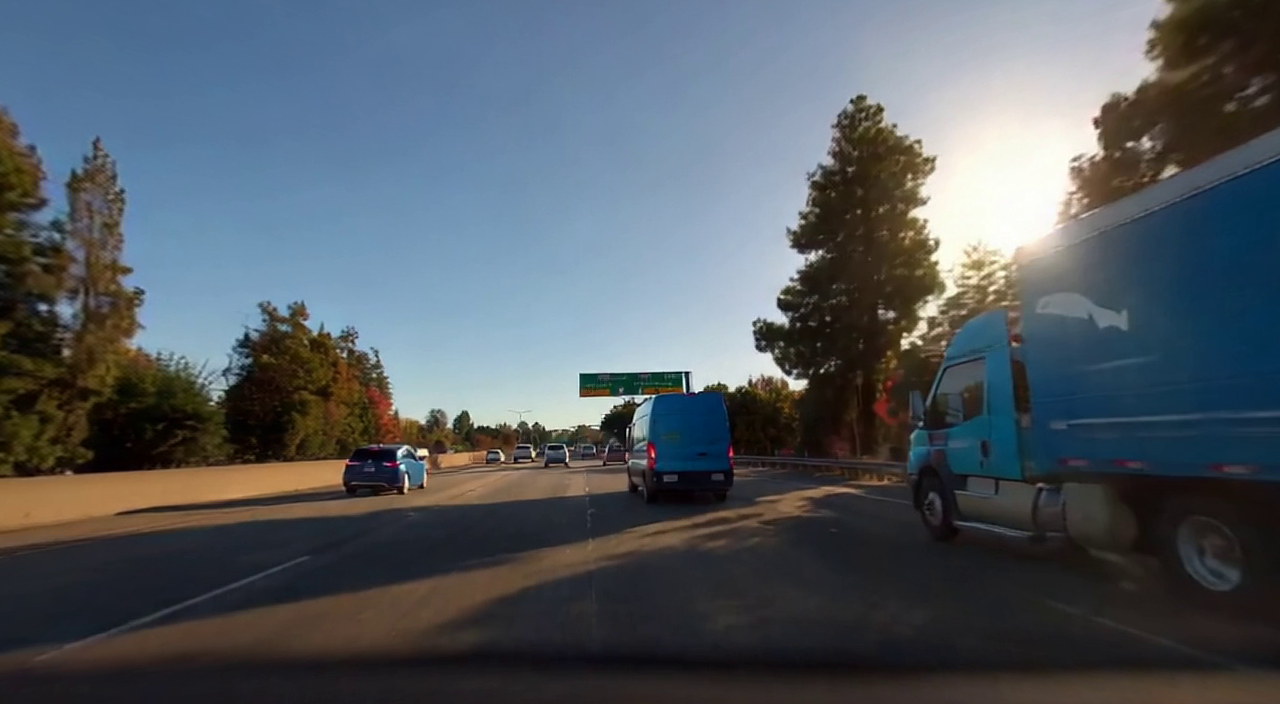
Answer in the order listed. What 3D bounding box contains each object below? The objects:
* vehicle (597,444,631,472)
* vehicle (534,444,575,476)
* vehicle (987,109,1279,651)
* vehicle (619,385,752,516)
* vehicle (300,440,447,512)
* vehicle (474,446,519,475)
[{"bbox_3d":[-1.610,6.254,37.204,1.906,1.499,3.843,0,-9,-4],"label":"vehicle"},{"bbox_3d":[-4.512,5.748,33.621,2.002,1.536,4.021,0,-9,-6],"label":"vehicle"},{"bbox_3d":[5.712,-0.083,2.430,2.800,3.507,9.244,0,-9,-4],"label":"vehicle"},{"bbox_3d":[0.822,2.325,15.000,2.268,2.551,5.144,1,-9,-6],"label":"vehicle"},{"bbox_3d":[-6.349,2.968,15.569,2.003,1.498,4.386,0,-9,-5],"label":"vehicle"},{"bbox_3d":[-7.887,5.983,34.870,2.026,1.506,4.102,1,-9,-7],"label":"vehicle"}]
